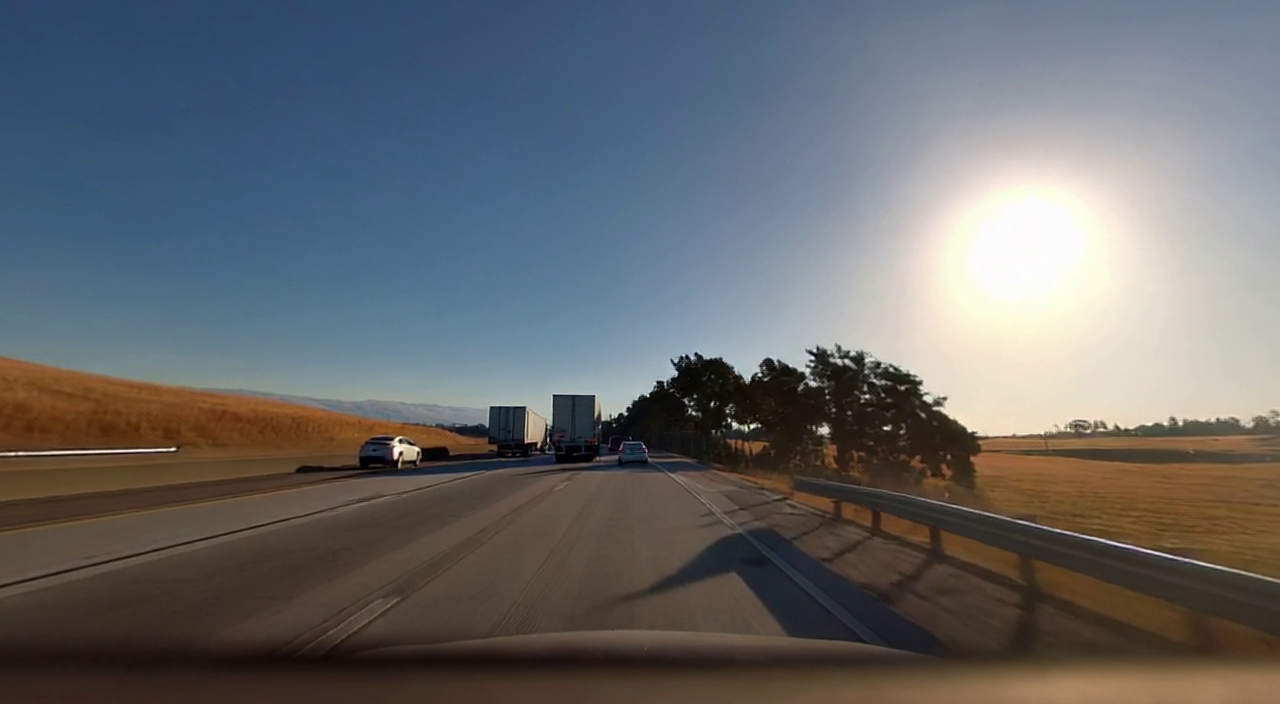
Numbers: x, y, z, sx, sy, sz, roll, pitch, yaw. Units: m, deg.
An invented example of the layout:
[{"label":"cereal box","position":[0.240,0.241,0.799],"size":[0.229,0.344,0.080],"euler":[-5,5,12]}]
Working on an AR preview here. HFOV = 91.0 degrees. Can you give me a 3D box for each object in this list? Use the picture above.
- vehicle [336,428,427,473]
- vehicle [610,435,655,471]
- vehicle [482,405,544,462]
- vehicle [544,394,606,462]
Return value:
[{"label":"vehicle","position":[-11.580,4.431,28.611],"size":[2.153,1.841,4.790],"euler":[0,-8,-1]},{"label":"vehicle","position":[-0.364,4.464,28.001],"size":[1.891,1.477,3.599],"euler":[0,-8,-2]},{"label":"vehicle","position":[-8.221,5.421,41.608],"size":[2.728,3.405,7.096],"euler":[0,-8,-2]},{"label":"vehicle","position":[-4.324,5.745,46.415],"size":[3.475,4.037,17.454],"euler":[0,-8,-2]}]
